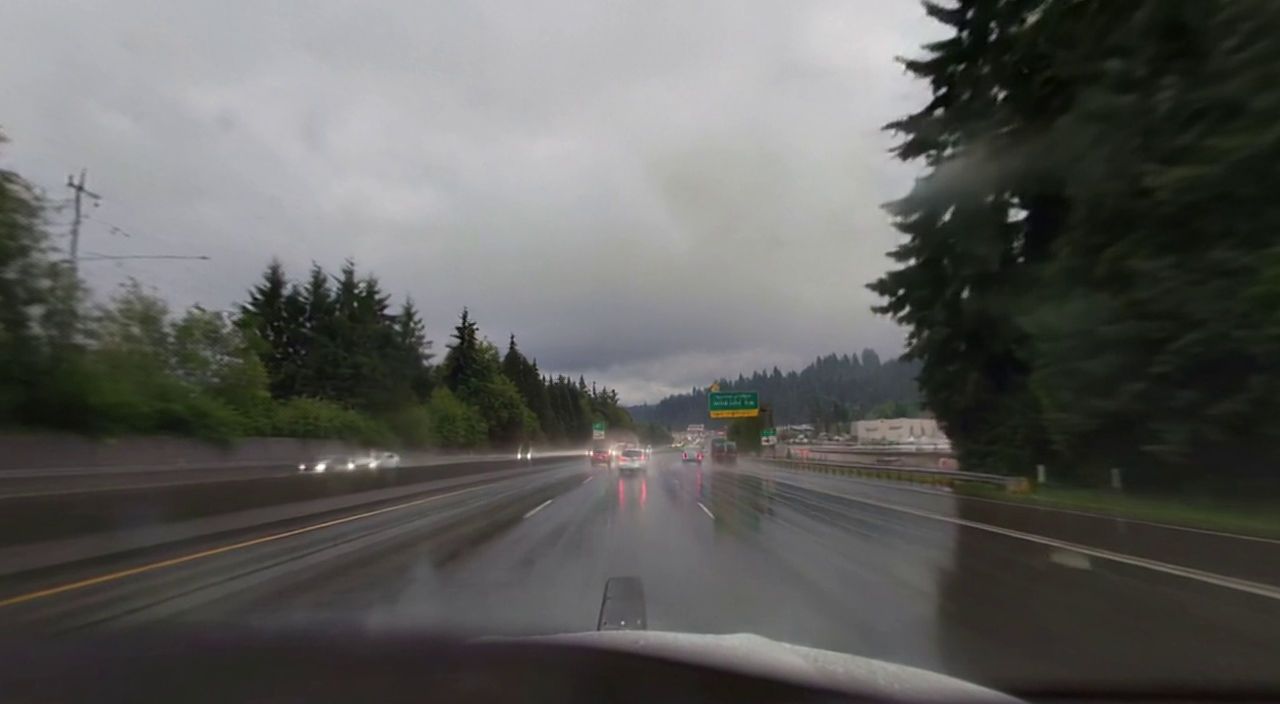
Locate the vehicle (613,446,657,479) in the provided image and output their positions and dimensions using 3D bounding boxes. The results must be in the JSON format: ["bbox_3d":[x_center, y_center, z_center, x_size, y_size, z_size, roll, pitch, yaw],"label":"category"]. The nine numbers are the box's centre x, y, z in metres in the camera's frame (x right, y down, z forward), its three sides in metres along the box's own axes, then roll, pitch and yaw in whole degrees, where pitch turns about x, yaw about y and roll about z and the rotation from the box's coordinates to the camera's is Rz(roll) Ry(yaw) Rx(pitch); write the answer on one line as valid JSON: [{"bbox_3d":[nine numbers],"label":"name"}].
[{"bbox_3d":[-0.208,5.527,31.671,2.035,1.513,4.272,0,-9,1],"label":"vehicle"}]

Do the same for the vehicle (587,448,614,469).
[{"bbox_3d":[-3.078,8.430,49.991,1.874,1.555,3.487,0,-9,1],"label":"vehicle"}]
